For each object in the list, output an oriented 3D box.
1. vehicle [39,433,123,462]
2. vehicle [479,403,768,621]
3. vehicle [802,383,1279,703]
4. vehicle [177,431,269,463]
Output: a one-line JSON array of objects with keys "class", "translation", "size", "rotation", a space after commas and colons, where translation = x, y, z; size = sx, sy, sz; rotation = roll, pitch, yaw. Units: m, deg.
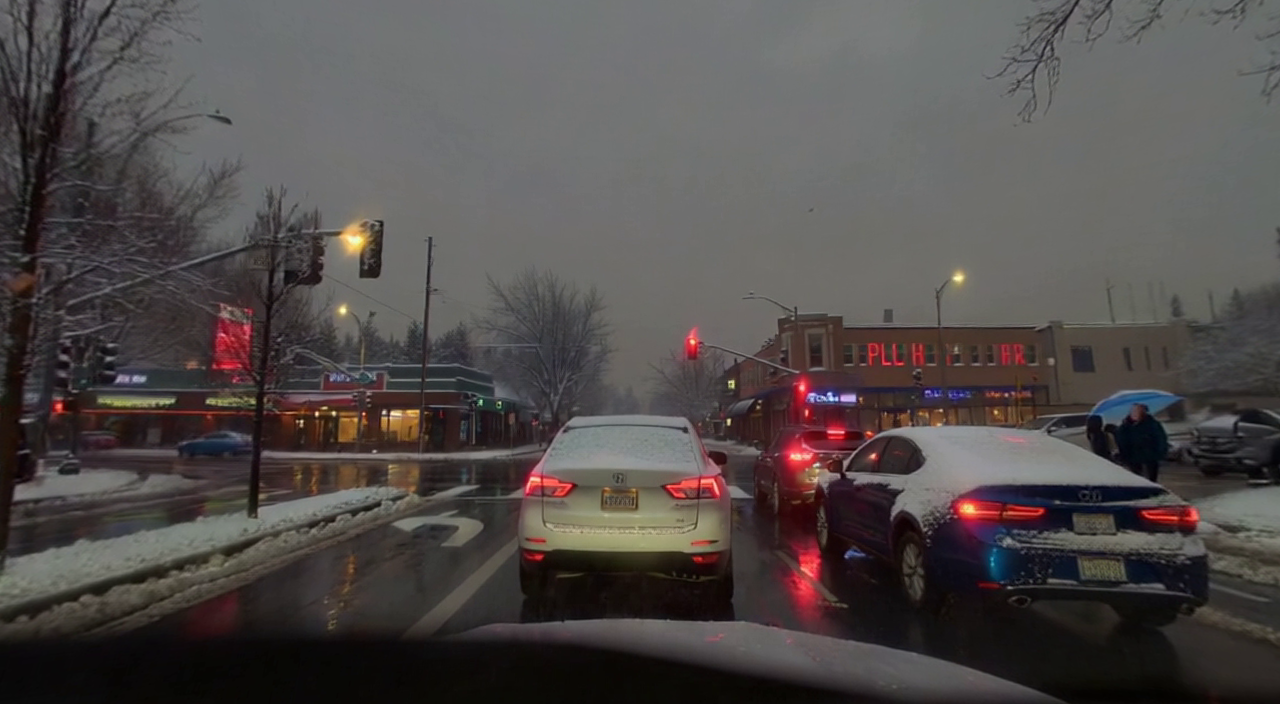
[{"class": "vehicle", "translation": [-33.224, 5.674, 37.527], "size": [4.253, 1.570, 2.132], "rotation": [-4, -9, 26]}, {"class": "vehicle", "translation": [-0.141, 1.525, 7.077], "size": [2.123, 1.589, 4.702], "rotation": [0, -8, 0]}, {"class": "vehicle", "translation": [3.030, 1.307, 5.443], "size": [1.983, 1.654, 4.354], "rotation": [0, -8, -2]}, {"class": "vehicle", "translation": [-25.099, 5.717, 37.984], "size": [5.003, 1.799, 2.066], "rotation": [-4, -9, 23]}]
